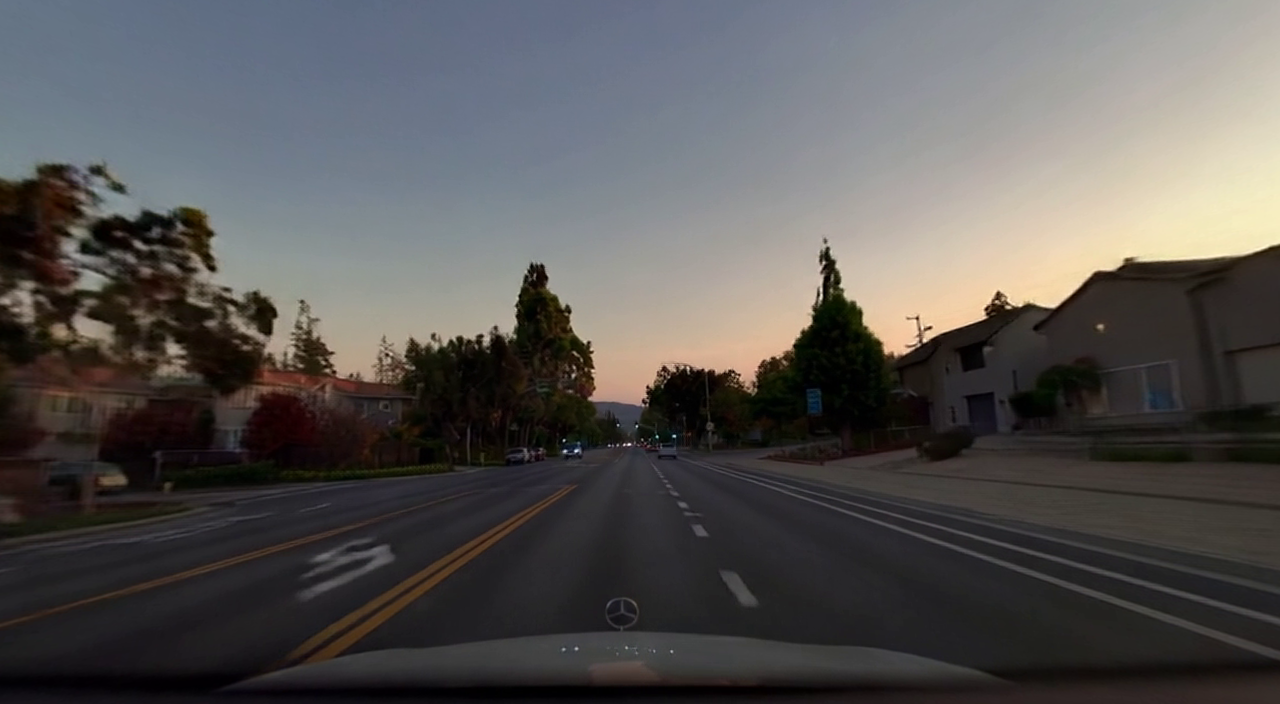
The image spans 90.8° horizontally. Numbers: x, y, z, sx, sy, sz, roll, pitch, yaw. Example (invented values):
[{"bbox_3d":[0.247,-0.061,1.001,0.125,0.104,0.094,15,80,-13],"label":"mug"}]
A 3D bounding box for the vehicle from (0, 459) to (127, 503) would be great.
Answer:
[{"bbox_3d":[-26.726,5.798,28.611,4.924,1.844,2.113,0,-9,-2],"label":"vehicle"}]
